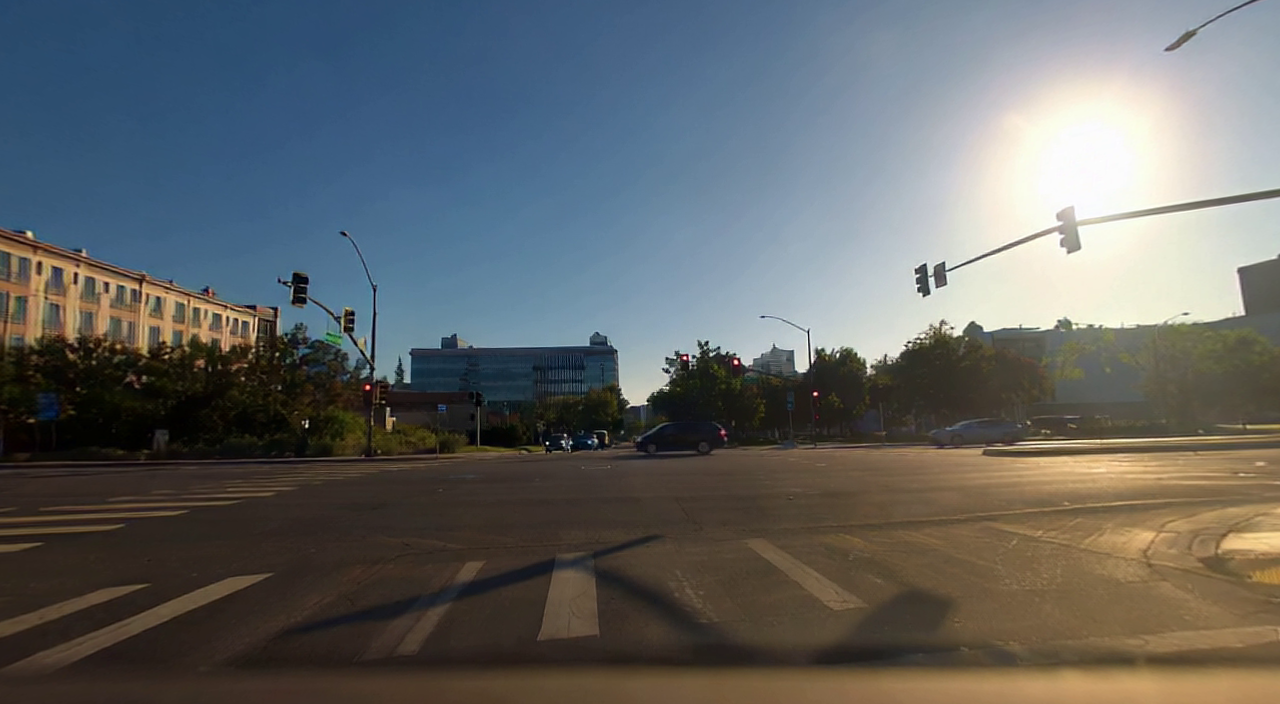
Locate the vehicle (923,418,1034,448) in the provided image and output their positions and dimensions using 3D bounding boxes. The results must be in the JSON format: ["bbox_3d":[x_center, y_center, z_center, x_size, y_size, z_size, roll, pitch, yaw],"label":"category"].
[{"bbox_3d":[16.718,4.043,31.251,4.510,1.431,1.884,1,-9,-7],"label":"vehicle"}]

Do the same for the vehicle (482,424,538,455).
[{"bbox_3d":[-8.309,5.731,40.884,2.000,1.864,5.044,-1,-9,7],"label":"vehicle"}]

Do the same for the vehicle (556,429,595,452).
[{"bbox_3d":[-4.404,6.173,43.770,1.919,1.467,4.086,-1,-9,6],"label":"vehicle"}]

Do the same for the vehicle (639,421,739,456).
[{"bbox_3d":[2.227,4.050,29.568,4.407,1.569,1.859,1,-9,-4],"label":"vehicle"}]
